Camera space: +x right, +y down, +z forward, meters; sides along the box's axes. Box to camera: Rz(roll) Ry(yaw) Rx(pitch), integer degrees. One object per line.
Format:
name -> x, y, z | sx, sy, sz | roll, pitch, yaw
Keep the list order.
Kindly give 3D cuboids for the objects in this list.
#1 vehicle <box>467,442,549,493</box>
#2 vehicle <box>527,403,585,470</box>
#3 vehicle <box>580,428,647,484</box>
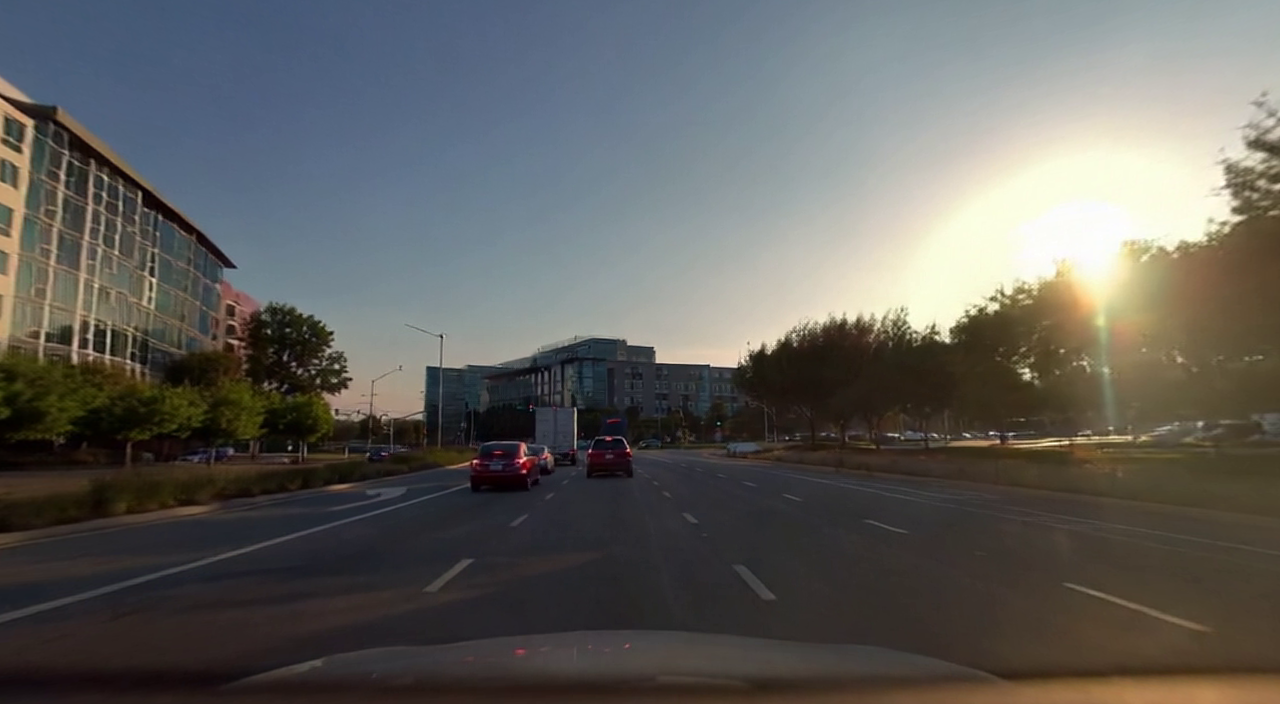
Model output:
vehicle -> -4.134, 3.663, 20.502 | 1.904, 1.460, 4.300 | 0, -8, -2
vehicle -> -5.321, 5.734, 42.383 | 2.918, 3.741, 13.683 | 1, -8, -4
vehicle -> -1.019, 3.834, 23.537 | 2.260, 1.872, 4.578 | 0, -8, -3
